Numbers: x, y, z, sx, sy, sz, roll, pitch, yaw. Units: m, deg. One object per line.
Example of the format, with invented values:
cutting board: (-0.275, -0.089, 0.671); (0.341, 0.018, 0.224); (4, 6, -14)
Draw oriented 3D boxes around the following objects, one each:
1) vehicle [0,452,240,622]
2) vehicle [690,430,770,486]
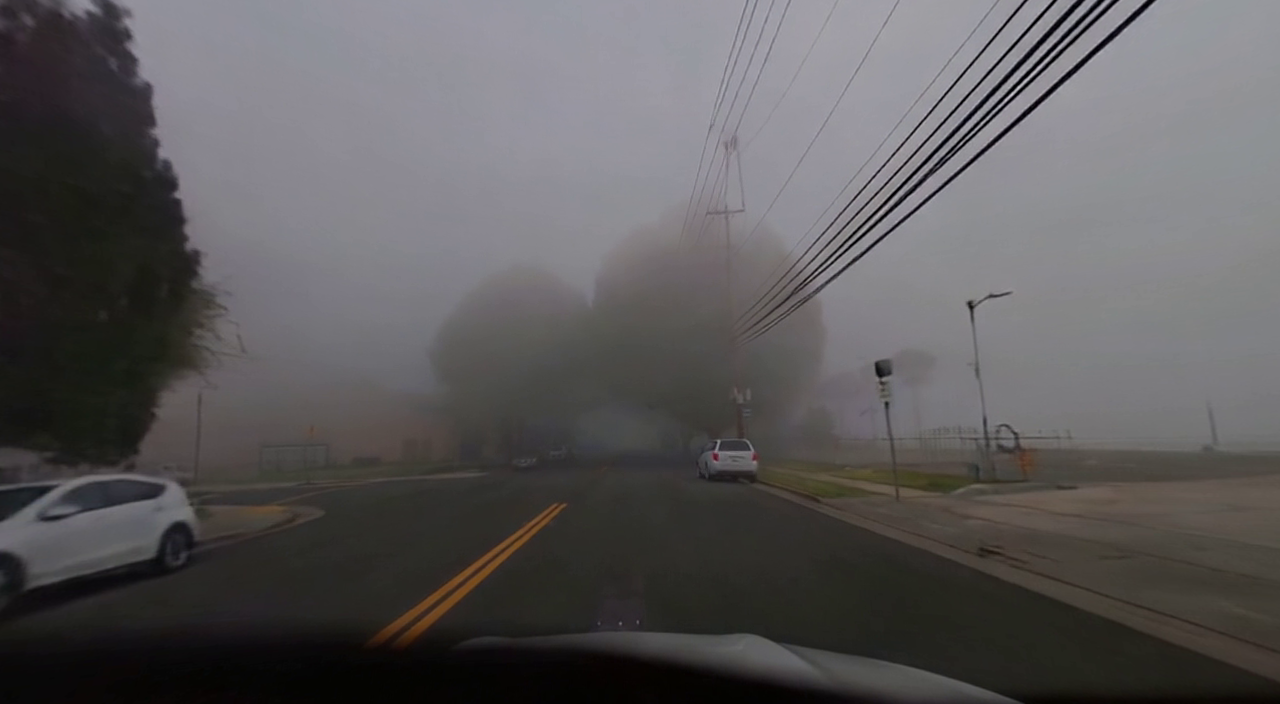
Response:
vehicle: (-6.498, 1.861, 6.659); (1.804, 1.403, 4.174); (-3, -8, 1)
vehicle: (3.159, 3.868, 23.367); (2.138, 1.820, 5.218); (0, -8, 0)
